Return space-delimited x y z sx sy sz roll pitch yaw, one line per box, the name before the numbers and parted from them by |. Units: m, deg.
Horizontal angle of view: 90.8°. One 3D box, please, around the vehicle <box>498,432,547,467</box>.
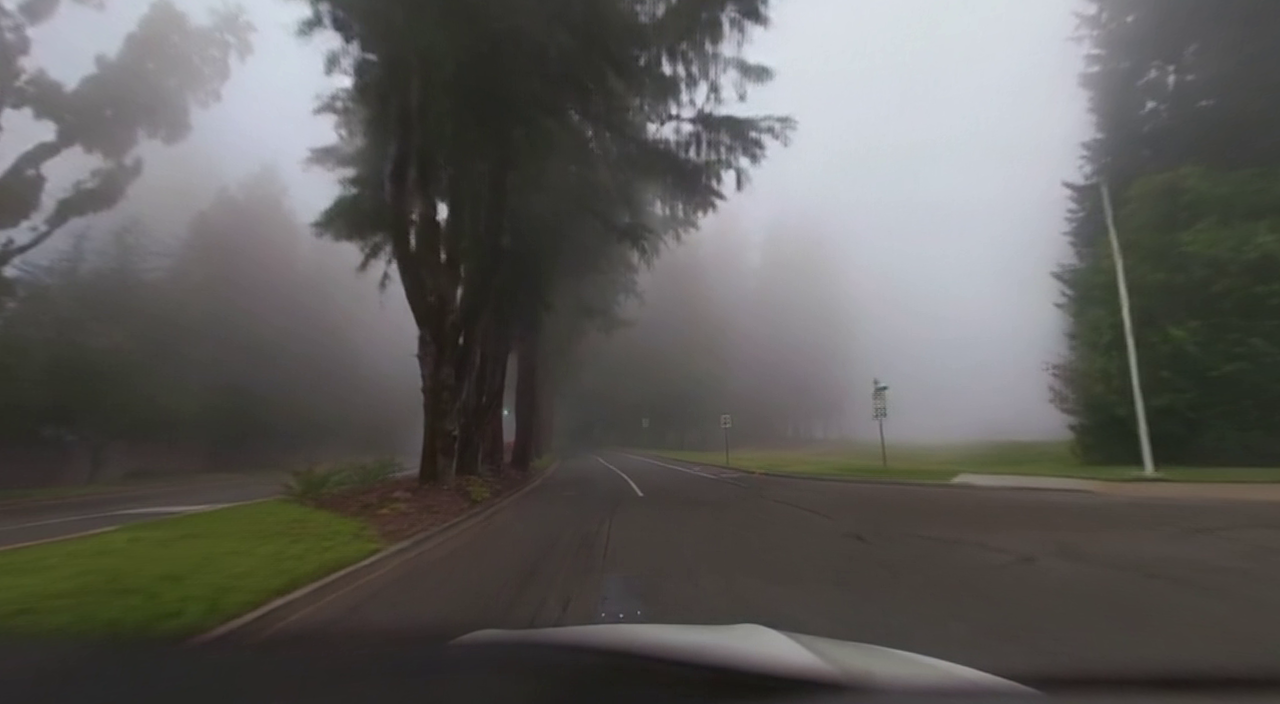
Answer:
vehicle | -6.890 5.788 37.687 2.267 1.849 6.402 1 -8 -5
